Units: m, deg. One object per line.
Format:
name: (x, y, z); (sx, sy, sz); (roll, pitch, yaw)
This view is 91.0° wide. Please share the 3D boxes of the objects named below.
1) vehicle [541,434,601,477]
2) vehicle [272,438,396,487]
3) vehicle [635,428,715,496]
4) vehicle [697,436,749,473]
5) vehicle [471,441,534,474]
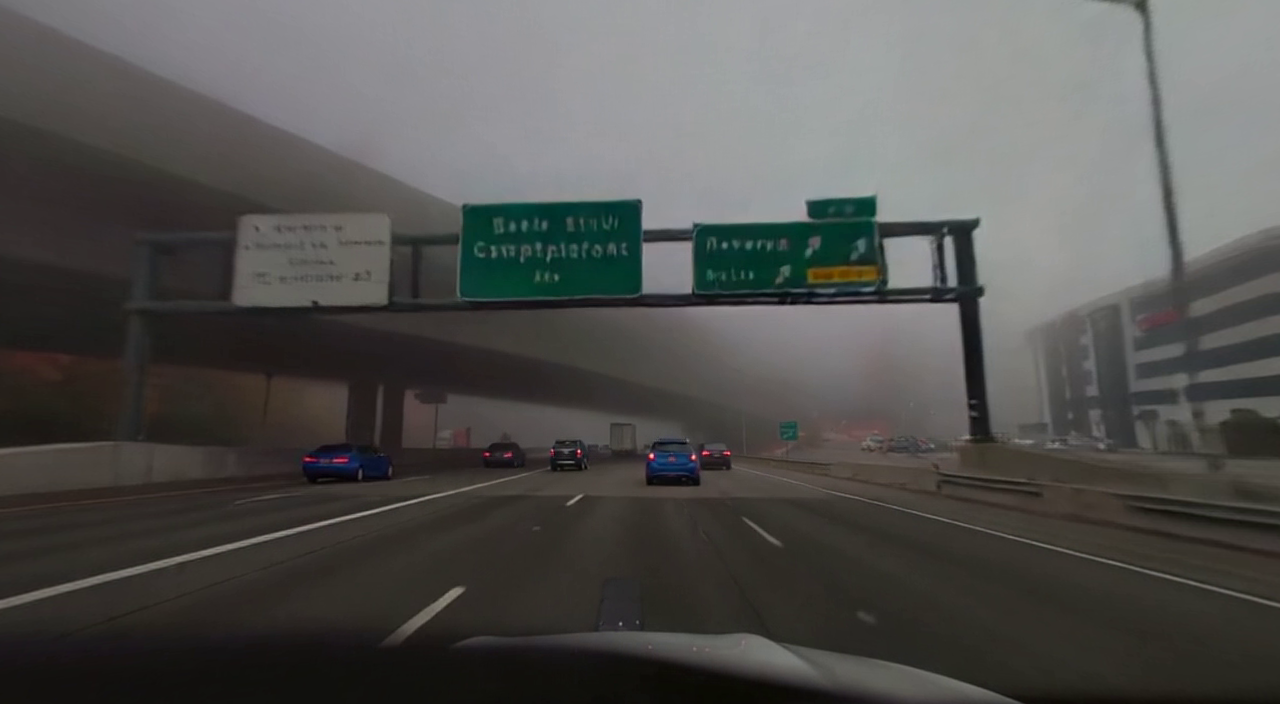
vehicle: (-2.995, 4.621, 28.294); (2.111, 1.742, 4.315); (0, -9, 2)
vehicle: (-10.713, 3.886, 22.490); (2.006, 1.509, 4.634); (0, -9, 1)
vehicle: (0.990, 3.233, 18.787); (2.101, 1.742, 4.495); (0, -9, 2)
vehicle: (4.337, 5.440, 33.579); (2.193, 1.778, 4.488); (0, -9, 0)
vehicle: (-6.885, 5.337, 32.087); (2.057, 1.496, 4.661); (0, -9, 1)
